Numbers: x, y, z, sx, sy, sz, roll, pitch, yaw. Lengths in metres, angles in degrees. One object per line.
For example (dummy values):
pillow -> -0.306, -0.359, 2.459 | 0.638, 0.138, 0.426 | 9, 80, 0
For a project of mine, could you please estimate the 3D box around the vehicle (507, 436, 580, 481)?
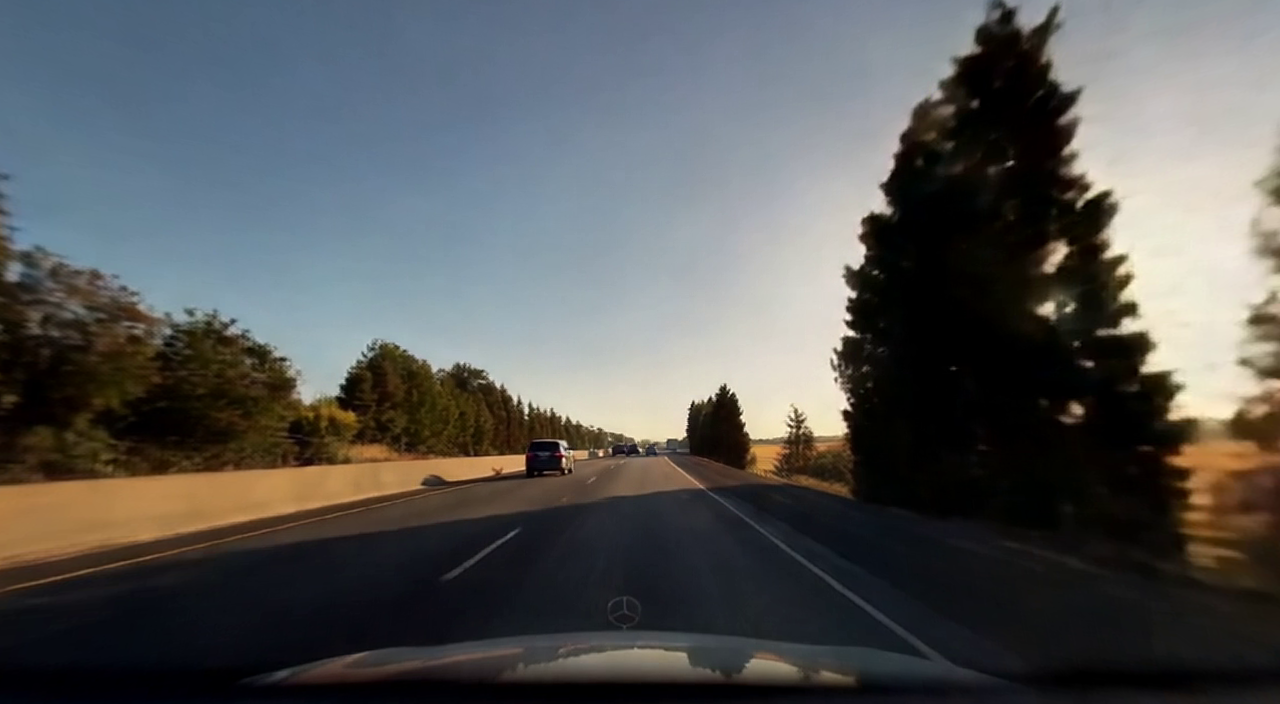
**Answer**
vehicle -> -3.834, 4.336, 25.970 | 2.188, 1.692, 4.623 | 0, -9, 1
